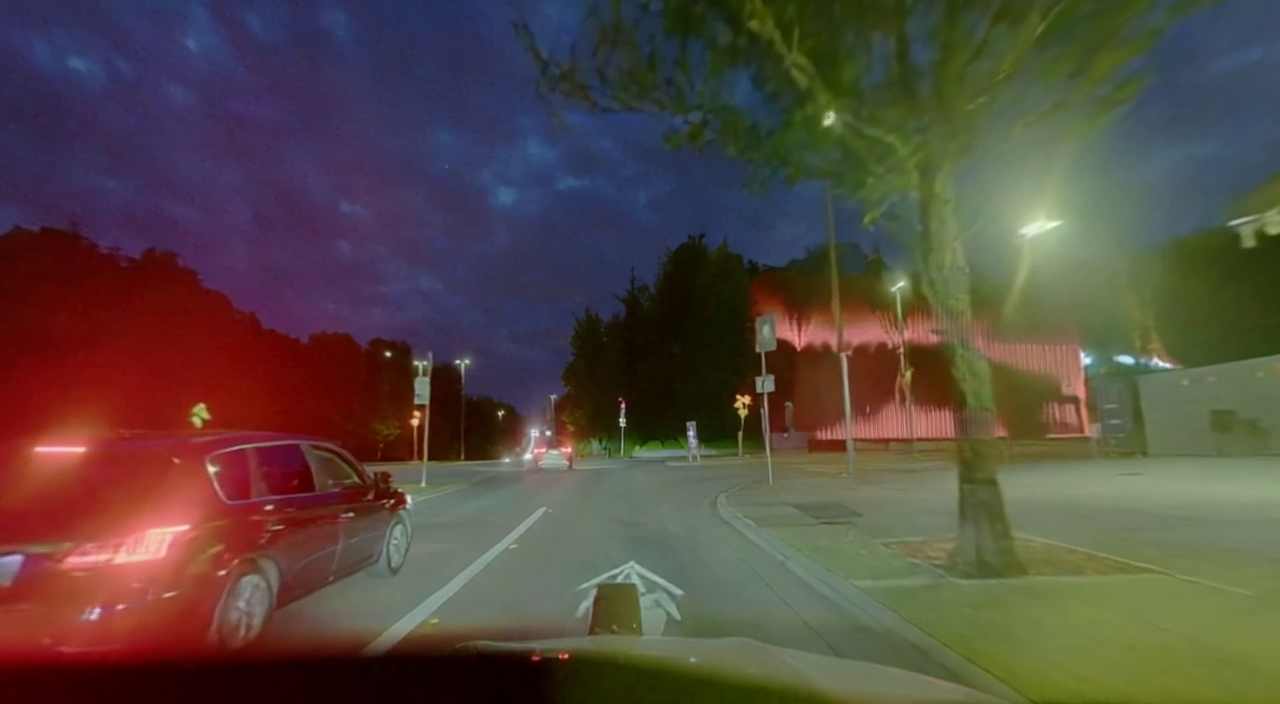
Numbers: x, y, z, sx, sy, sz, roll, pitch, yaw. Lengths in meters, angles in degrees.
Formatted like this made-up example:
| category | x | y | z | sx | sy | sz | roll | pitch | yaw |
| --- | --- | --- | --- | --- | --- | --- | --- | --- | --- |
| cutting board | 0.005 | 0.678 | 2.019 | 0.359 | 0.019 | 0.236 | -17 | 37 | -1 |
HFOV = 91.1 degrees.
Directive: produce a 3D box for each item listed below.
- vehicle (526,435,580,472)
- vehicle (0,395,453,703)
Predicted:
| category | x | y | z | sx | sy | sz | roll | pitch | yaw |
| --- | --- | --- | --- | --- | --- | --- | --- | --- | --- |
| vehicle | -3.640 | 4.295 | 26.969 | 1.962 | 1.424 | 4.289 | 0 | -8 | -3 |
| vehicle | -3.013 | 1.202 | 4.649 | 1.853 | 1.478 | 4.381 | 0 | -8 | 1 |
